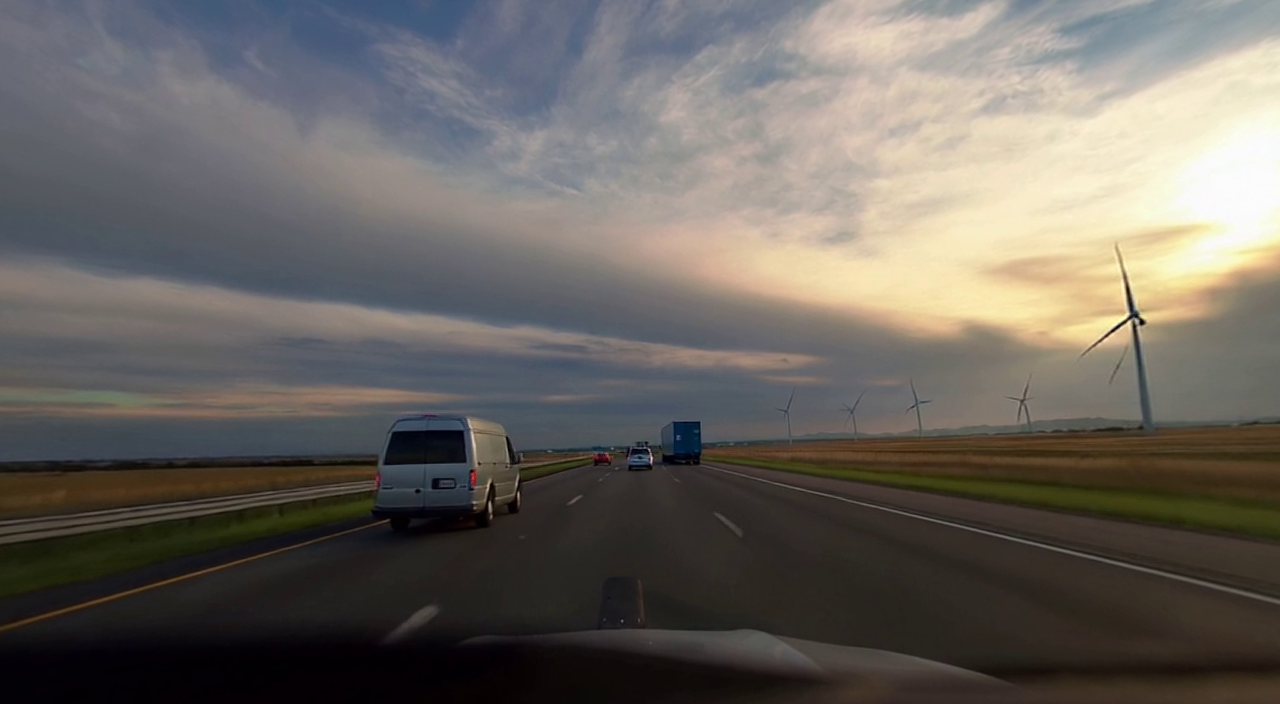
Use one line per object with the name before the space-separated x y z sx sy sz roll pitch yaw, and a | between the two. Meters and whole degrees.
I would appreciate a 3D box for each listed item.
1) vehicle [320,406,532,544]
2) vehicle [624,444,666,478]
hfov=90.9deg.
vehicle | -3.535 2.173 11.634 2.238 1.984 4.650 0 -9 0
vehicle | 0.276 5.753 33.422 2.083 1.689 4.083 0 -9 0
